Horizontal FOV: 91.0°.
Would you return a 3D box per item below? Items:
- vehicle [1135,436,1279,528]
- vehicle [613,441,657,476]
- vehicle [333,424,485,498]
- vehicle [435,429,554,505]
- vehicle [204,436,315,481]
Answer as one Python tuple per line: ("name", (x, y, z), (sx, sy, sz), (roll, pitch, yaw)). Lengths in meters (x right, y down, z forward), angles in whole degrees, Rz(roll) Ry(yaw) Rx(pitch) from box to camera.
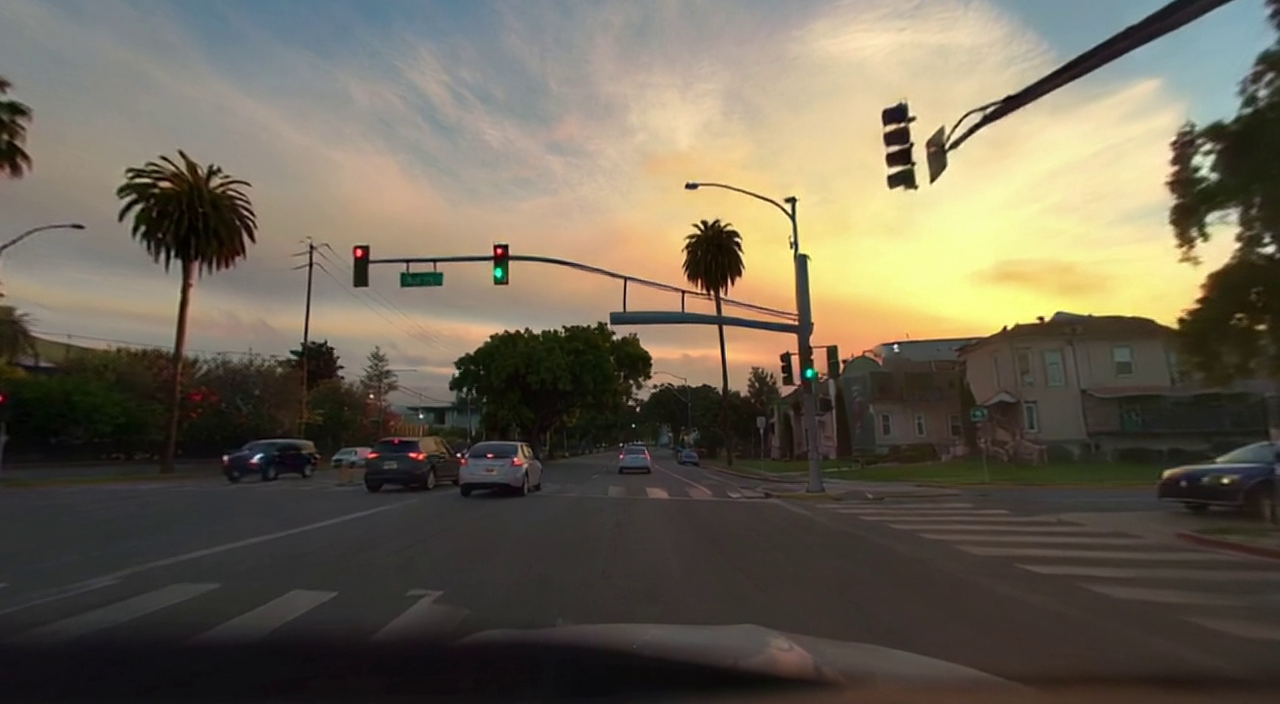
("vehicle", (12.224, 2.319, 11.471), (4.649, 1.496, 2.061), (0, -9, 0))
("vehicle", (-0.291, 5.841, 34.695), (2.280, 1.803, 4.240), (0, -9, -1))
("vehicle", (-7.219, 3.499, 20.711), (2.457, 2.010, 6.330), (0, -9, 1))
("vehicle", (-3.826, 3.120, 17.469), (2.116, 1.806, 4.516), (0, -9, 1))
("vehicle", (-17.821, 4.995, 29.893), (2.021, 1.917, 5.144), (0, -9, 0))
